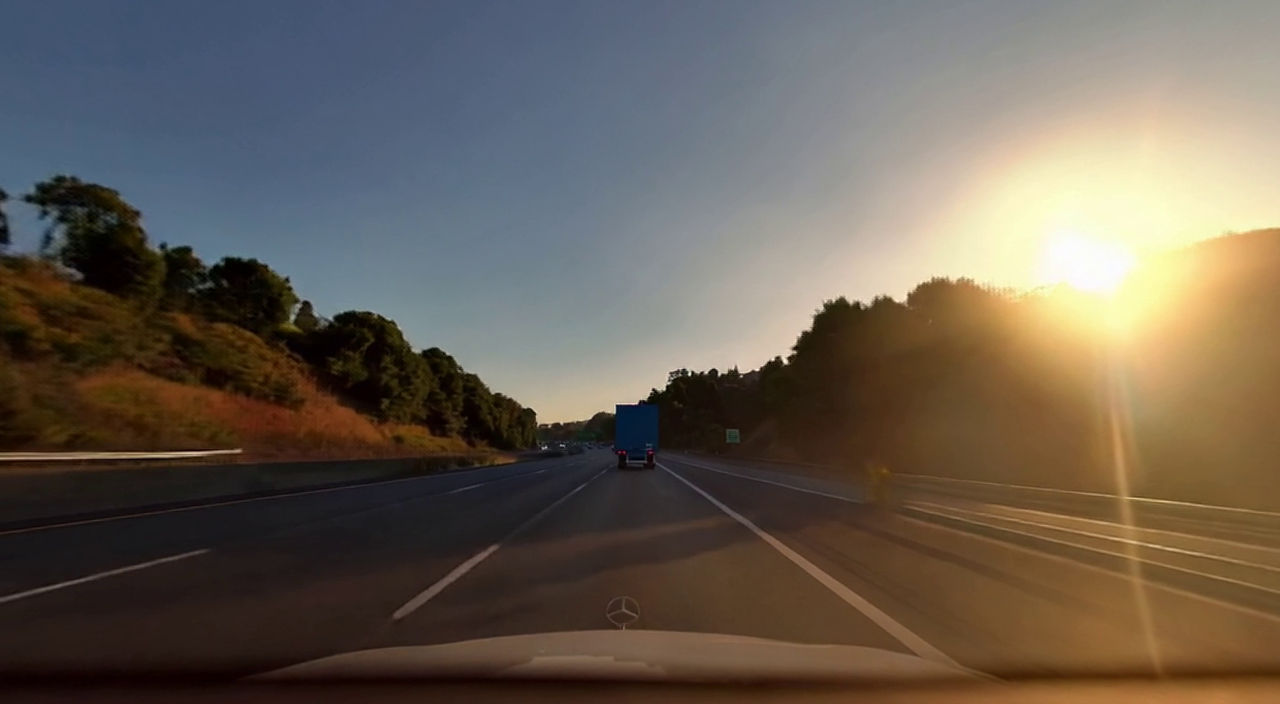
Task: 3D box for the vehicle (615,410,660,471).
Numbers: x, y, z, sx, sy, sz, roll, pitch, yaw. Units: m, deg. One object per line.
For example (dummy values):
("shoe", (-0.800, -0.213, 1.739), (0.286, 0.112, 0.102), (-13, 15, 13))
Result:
("vehicle", (-0.260, 6.637, 46.838), (2.982, 3.947, 11.075), (0, -9, -1))
